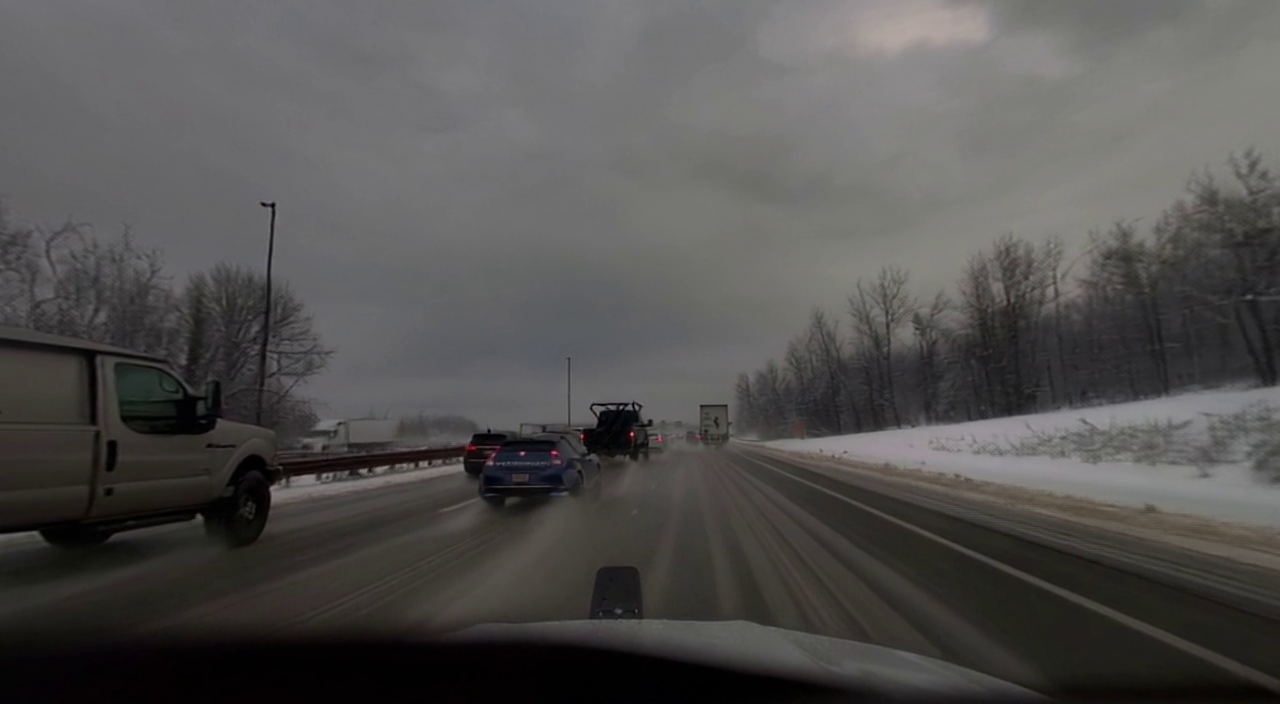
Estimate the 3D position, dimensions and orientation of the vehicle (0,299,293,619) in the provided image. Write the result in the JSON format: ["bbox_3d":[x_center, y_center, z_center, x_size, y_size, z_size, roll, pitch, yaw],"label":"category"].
[{"bbox_3d":[-6.072,0.921,5.565,2.386,2.435,5.831,-1,-8,3],"label":"vehicle"}]

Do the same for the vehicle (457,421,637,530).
[{"bbox_3d":[-1.303,1.990,10.825,2.089,1.485,4.153,-1,-8,6],"label":"vehicle"}]

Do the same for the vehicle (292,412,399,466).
[{"bbox_3d":[-18.653,5.593,40.469,2.622,3.151,7.753,-1,-8,4],"label":"vehicle"}]
